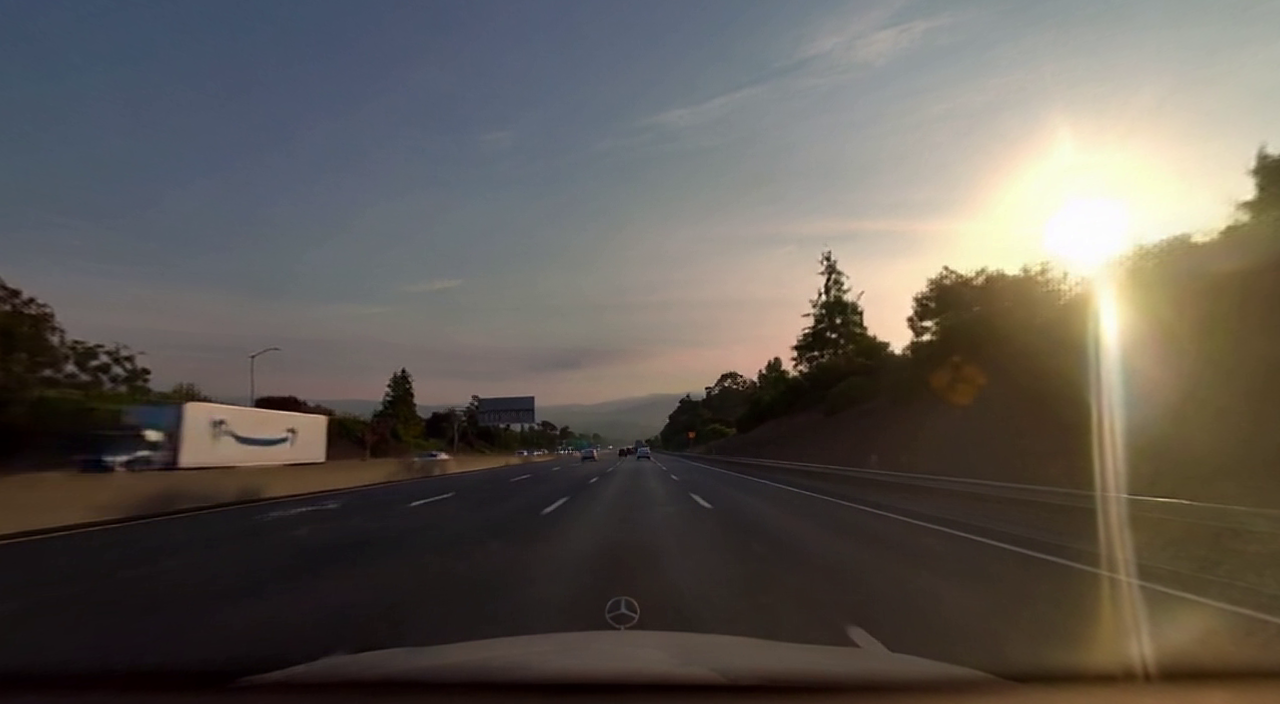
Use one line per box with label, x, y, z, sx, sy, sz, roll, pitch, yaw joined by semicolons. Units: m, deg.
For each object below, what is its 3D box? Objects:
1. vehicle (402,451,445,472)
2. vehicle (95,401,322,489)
vehicle;-15.284;7.705;44.661;1.720;1.396;3.502;0;-9;1
vehicle;-23.240;5.347;35.911;2.898;3.947;14.192;0;-9;0
